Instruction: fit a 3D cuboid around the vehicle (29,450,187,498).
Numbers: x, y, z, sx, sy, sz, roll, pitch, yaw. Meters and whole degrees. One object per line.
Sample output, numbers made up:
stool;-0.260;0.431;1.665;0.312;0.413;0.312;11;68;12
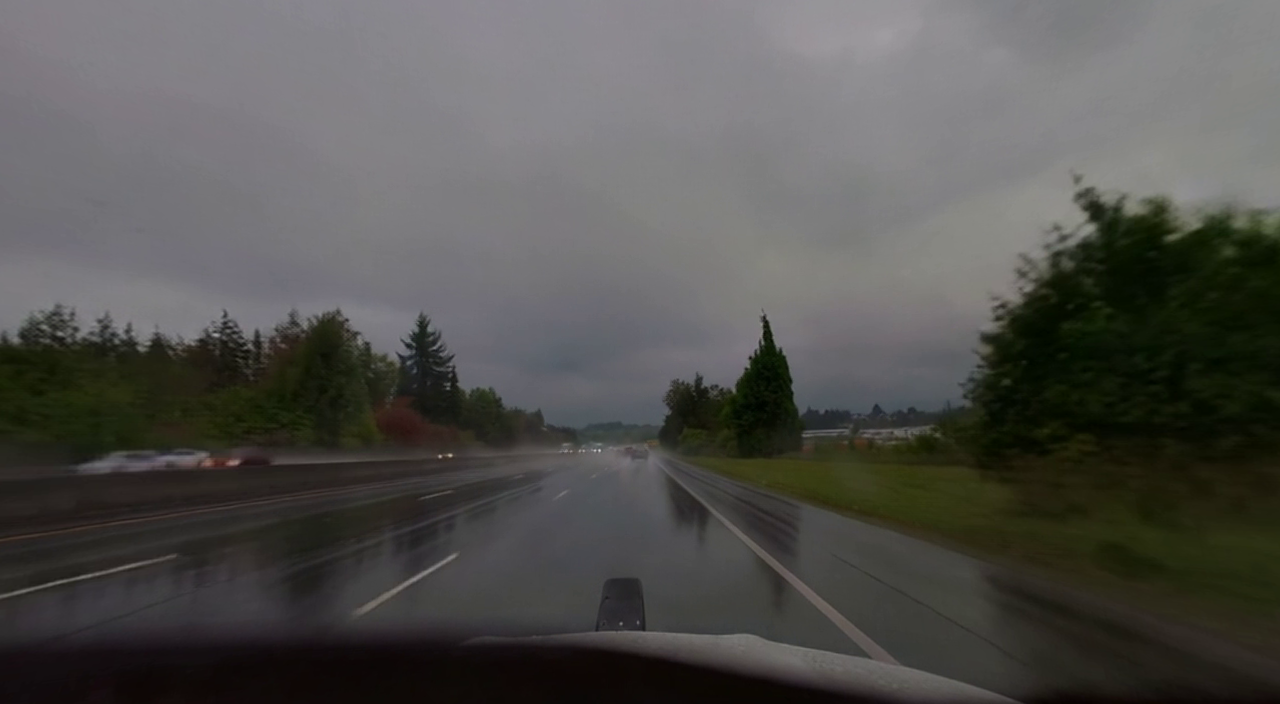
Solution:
vehicle;-21.097;4.816;25.388;2.098;1.729;4.844;0;-9;0

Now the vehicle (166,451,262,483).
vehicle;-21.094;5.684;31.483;1.787;1.437;4.161;-1;-9;1
